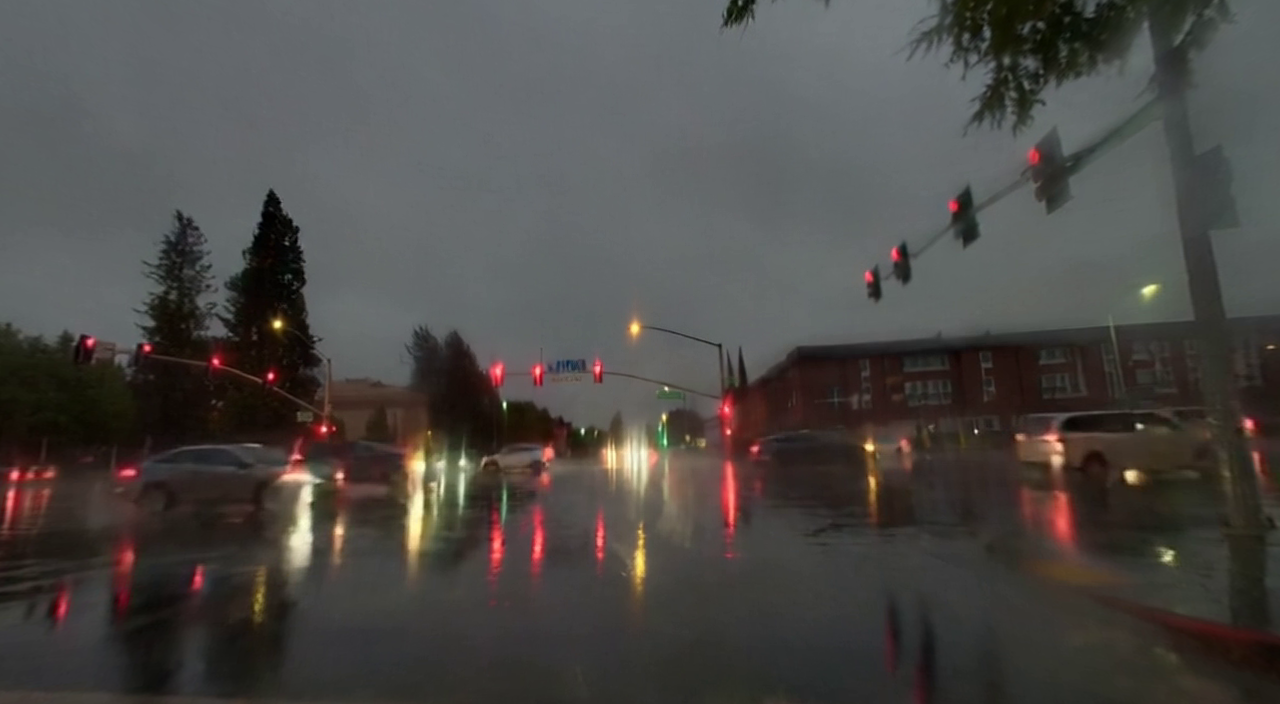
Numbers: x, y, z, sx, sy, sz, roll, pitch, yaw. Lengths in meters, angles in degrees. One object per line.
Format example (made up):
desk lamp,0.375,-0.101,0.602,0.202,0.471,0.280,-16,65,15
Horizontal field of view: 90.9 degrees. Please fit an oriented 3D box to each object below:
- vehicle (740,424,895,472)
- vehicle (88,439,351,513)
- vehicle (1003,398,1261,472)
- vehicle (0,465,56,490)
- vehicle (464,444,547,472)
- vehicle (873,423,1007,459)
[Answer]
vehicle,5.705,3.169,20.780,4.606,1.479,1.821,-1,-9,6
vehicle,-9.403,2.775,14.317,4.808,1.517,1.806,-1,-9,6
vehicle,12.434,2.178,16.284,4.673,1.740,2.150,-1,-9,6
vehicle,-40.513,8.021,40.201,4.785,1.472,1.799,-1,-9,4
vehicle,-7.816,6.172,36.833,4.397,1.582,1.820,-1,-9,6
vehicle,13.035,3.915,27.650,4.906,1.485,1.857,-1,-9,7
